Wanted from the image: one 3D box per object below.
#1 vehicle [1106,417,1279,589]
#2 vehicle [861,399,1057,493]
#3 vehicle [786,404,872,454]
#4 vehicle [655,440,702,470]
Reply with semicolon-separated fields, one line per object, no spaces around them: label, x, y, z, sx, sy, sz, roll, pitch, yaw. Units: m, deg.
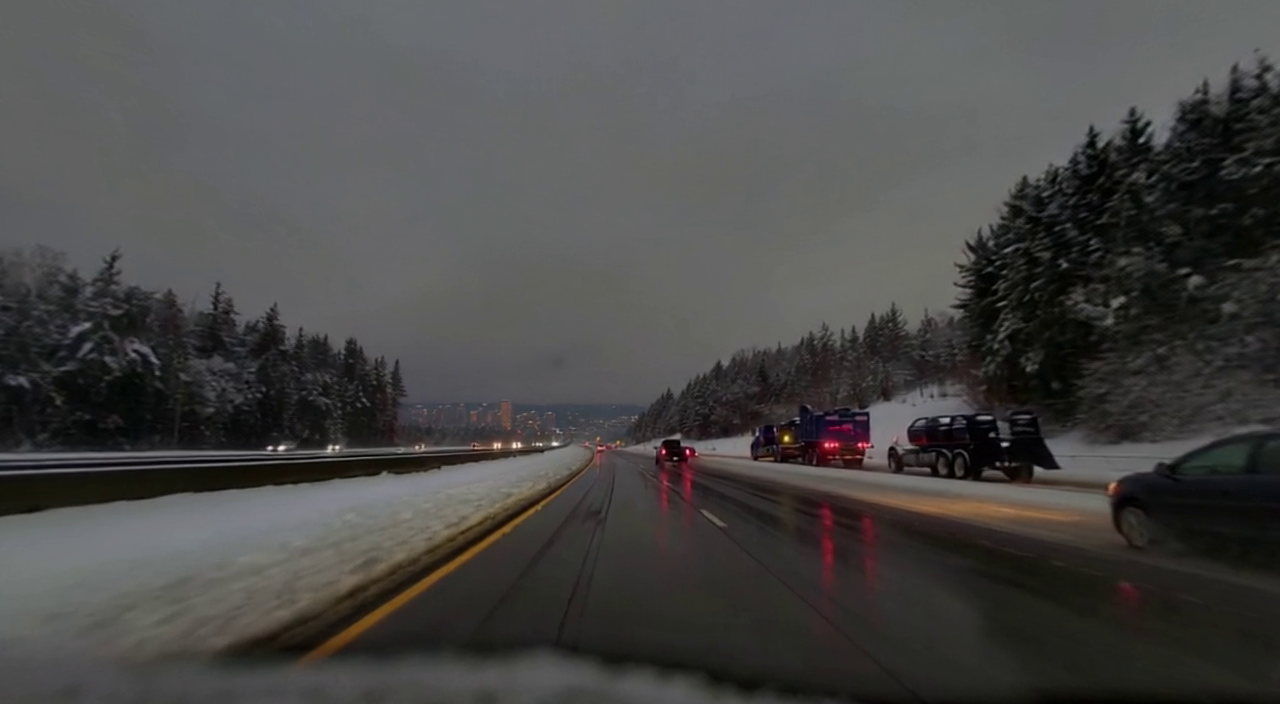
vehicle;6.781;1.308;5.349;2.106;1.519;4.560;0;-8;-1
vehicle;10.300;3.186;21.498;2.873;2.663;6.922;0;-8;-1
vehicle;12.999;5.479;44.211;3.476;3.195;6.407;1;-8;-5
vehicle;2.289;6.280;38.800;2.305;1.729;4.526;0;-8;-3
